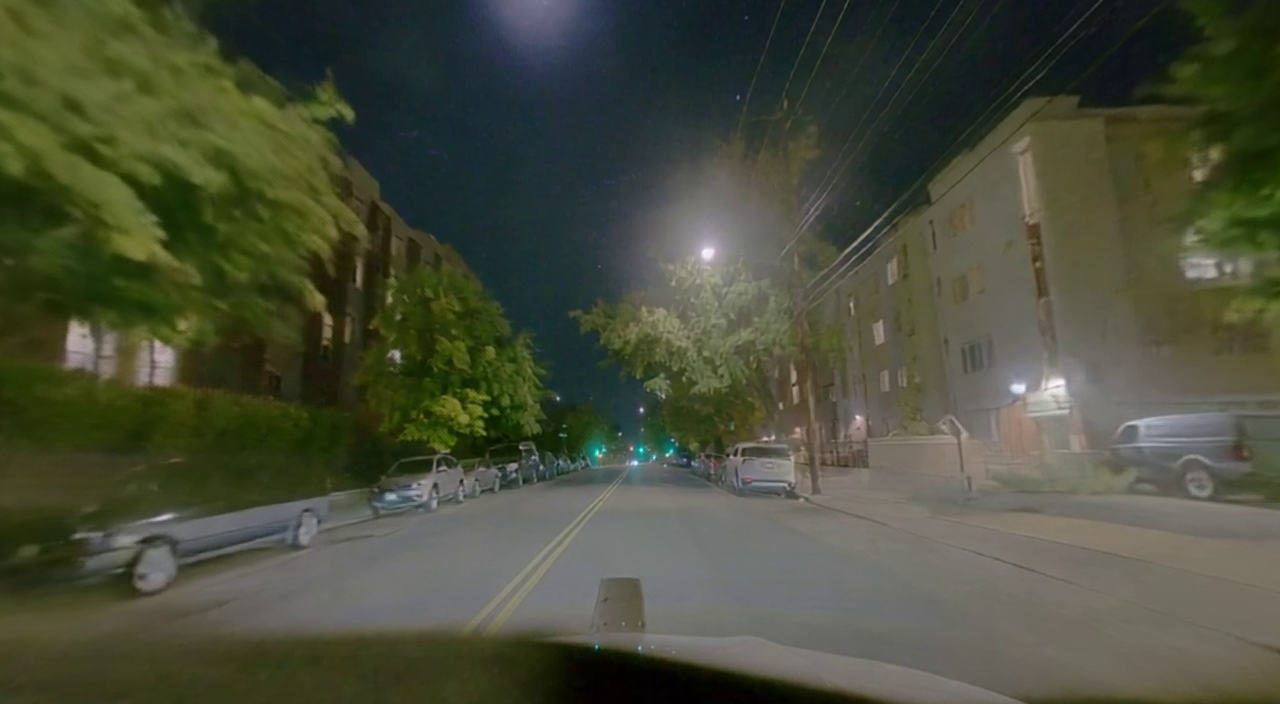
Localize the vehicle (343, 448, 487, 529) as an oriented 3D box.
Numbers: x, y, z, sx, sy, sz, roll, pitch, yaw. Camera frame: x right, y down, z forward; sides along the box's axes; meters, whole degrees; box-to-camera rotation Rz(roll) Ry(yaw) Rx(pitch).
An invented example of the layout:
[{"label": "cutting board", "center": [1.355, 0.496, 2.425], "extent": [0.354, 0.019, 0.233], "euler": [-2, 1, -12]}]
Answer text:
[{"label": "vehicle", "center": [-6.070, 3.663, 17.644], "extent": [2.247, 1.698, 4.944], "euler": [-4, -8, 0]}]

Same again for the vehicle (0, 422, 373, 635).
[{"label": "vehicle", "center": [-6.164, 2.143, 9.000], "extent": [2.063, 1.936, 5.919], "euler": [-4, -8, 0]}]

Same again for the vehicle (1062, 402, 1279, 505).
[{"label": "vehicle", "center": [13.980, 2.509, 15.639], "extent": [2.229, 2.040, 6.832], "euler": [0, -9, 1]}]

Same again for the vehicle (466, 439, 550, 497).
[{"label": "vehicle", "center": [-5.932, 5.234, 29.046], "extent": [2.376, 2.219, 6.021], "euler": [-3, -7, 2]}]

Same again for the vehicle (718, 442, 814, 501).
[{"label": "vehicle", "center": [4.064, 3.929, 21.077], "extent": [2.328, 1.730, 4.225], "euler": [0, -9, 0]}]
